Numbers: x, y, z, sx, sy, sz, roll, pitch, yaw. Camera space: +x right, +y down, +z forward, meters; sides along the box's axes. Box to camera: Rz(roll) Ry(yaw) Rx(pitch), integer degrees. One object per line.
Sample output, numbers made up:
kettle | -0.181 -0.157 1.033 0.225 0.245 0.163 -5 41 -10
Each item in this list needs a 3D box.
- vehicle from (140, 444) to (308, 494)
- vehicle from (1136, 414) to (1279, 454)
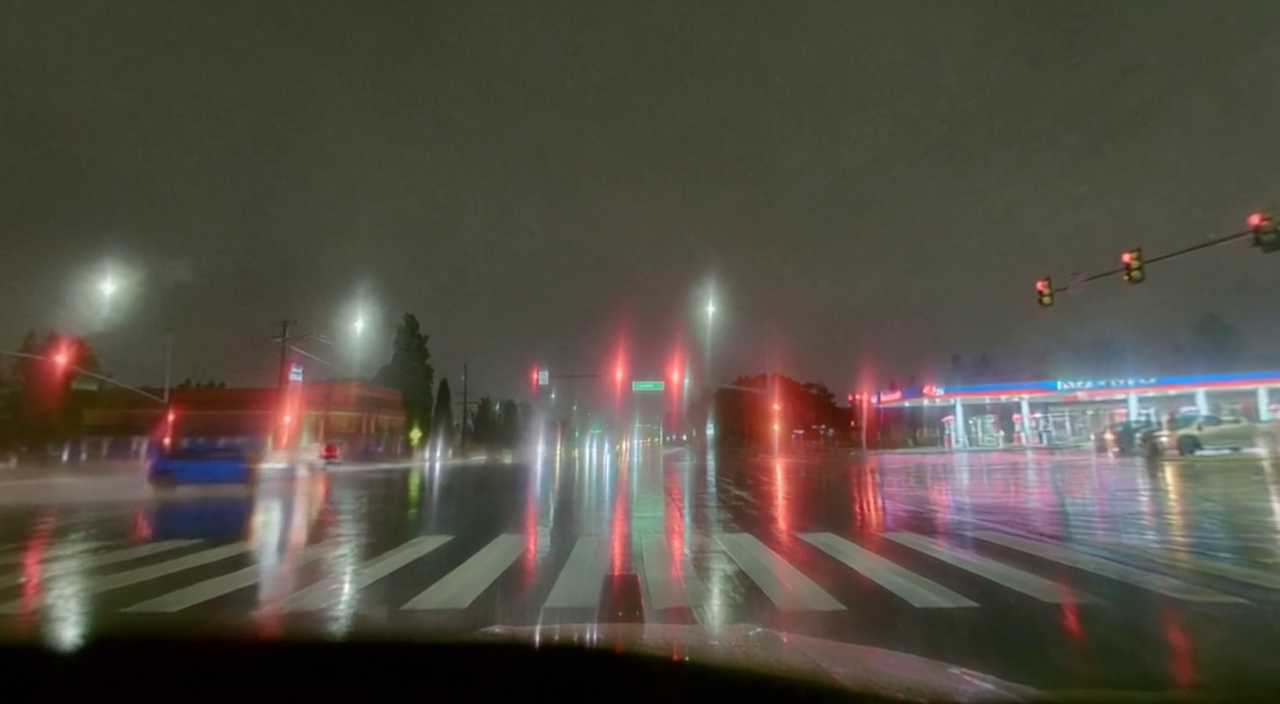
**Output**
vehicle | -14.190 3.983 21.638 4.488 1.463 1.888 -2 -8 3
vehicle | 22.808 3.259 24.841 4.696 1.483 1.898 -1 -8 3
